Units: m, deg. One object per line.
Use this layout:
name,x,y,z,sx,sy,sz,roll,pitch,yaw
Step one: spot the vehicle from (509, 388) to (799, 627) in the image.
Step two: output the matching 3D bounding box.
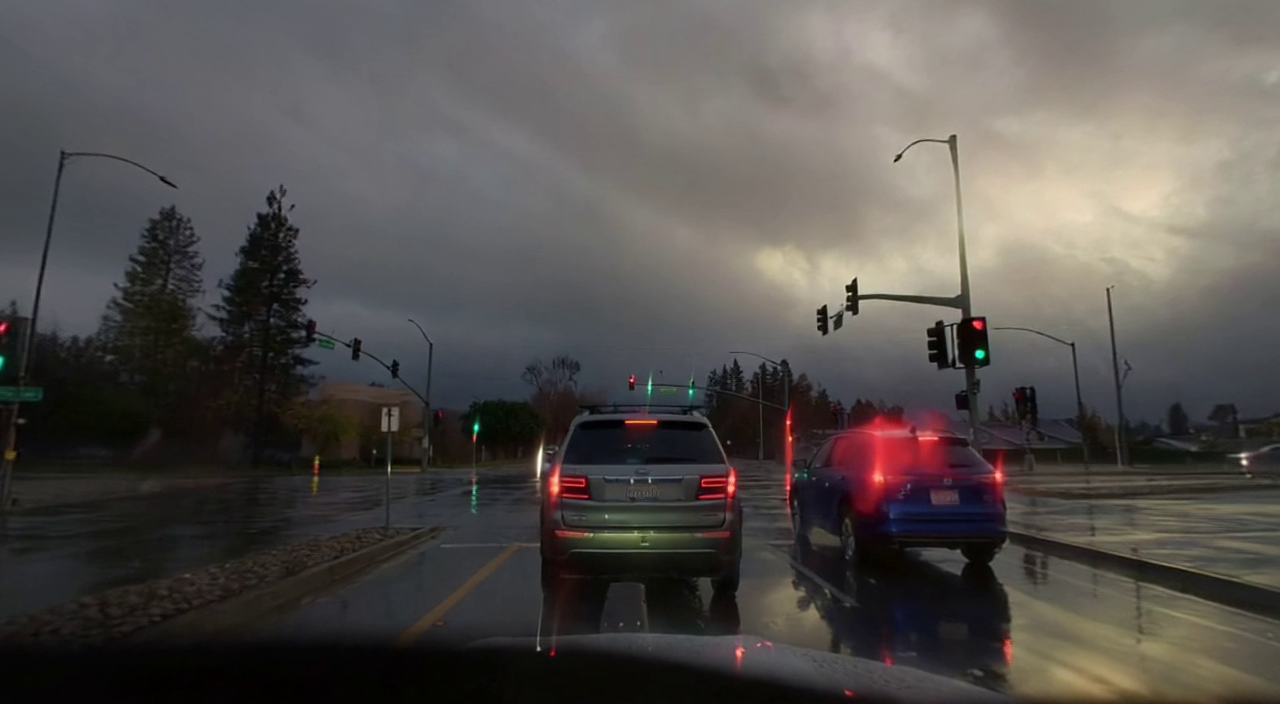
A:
vehicle,0.096,1.497,7.069,2.170,1.793,4.468,0,-8,0

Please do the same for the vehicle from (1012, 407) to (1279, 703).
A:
vehicle,3.155,0.820,1.432,1.924,1.466,4.461,0,-8,1

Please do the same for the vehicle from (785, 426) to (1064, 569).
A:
vehicle,3.517,1.860,8.870,1.861,1.495,4.215,0,-8,-1
